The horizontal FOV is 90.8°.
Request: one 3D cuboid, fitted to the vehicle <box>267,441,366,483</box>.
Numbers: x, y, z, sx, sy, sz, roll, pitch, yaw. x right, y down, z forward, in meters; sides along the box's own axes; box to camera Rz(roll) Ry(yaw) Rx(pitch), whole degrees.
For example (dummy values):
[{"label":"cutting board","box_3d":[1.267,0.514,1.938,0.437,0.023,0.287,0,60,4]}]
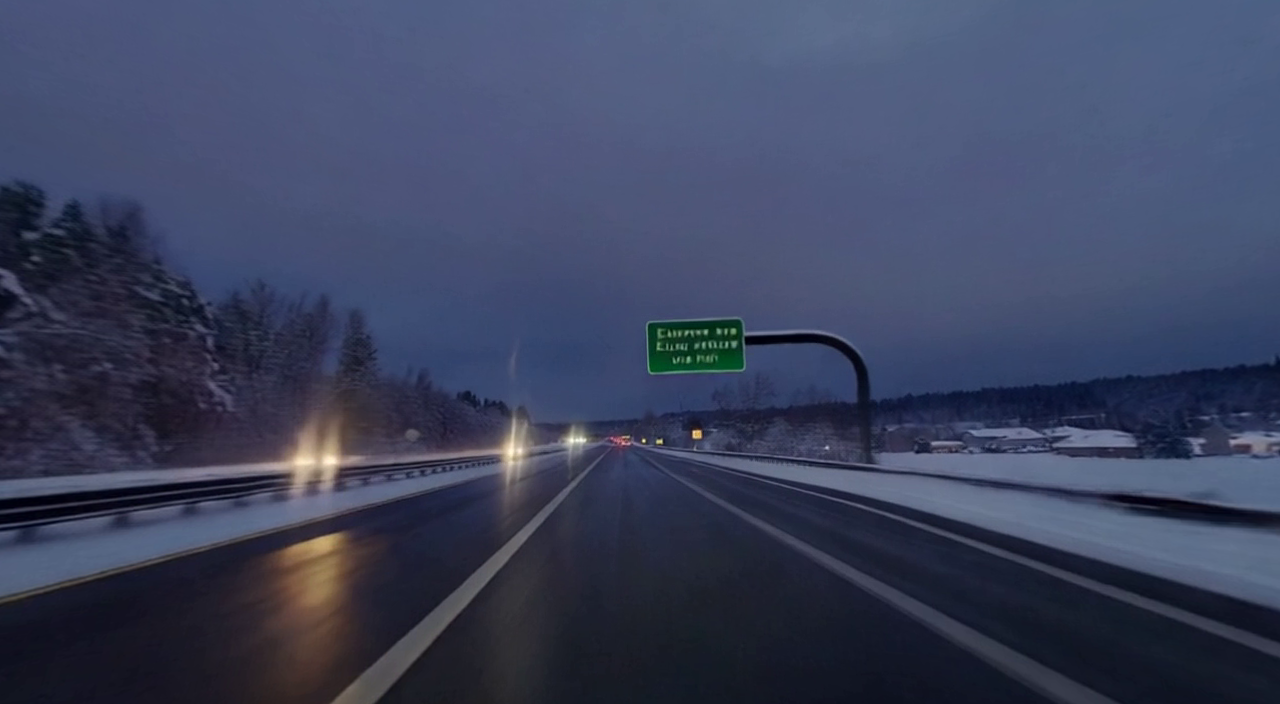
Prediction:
[{"label":"vehicle","box_3d":[-13.131,4.465,25.919,1.954,1.555,4.120,0,-9,-2]}]
